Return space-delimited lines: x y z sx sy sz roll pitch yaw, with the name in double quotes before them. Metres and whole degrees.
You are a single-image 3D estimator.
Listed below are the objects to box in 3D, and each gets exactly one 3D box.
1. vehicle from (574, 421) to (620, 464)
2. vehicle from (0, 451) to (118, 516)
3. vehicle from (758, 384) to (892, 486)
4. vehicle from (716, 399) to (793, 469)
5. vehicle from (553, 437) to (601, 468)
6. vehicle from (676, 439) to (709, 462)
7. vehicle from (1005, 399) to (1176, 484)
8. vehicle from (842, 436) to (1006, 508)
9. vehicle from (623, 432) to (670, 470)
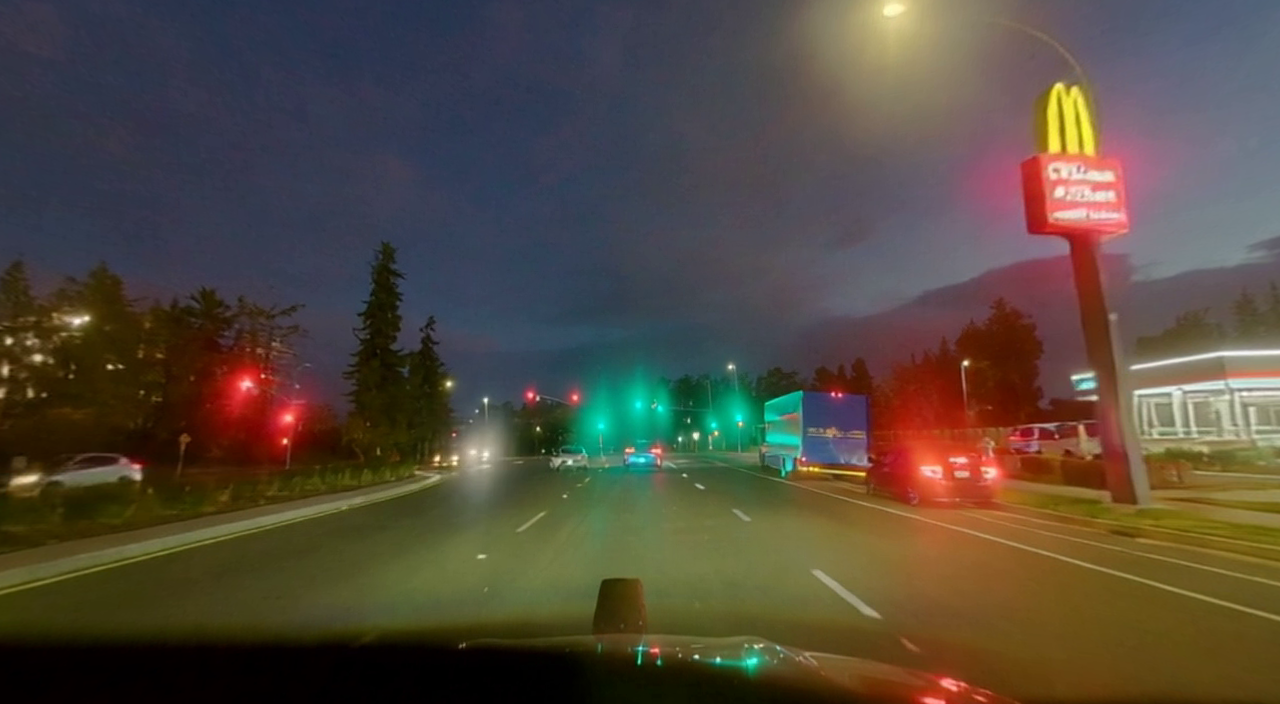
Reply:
"vehicle" -2.975 6.472 45.184 2.715 2.791 7.171 -1 -8 1
"vehicle" -15.757 3.209 15.606 1.836 1.464 4.440 -1 -8 1
"vehicle" 6.870 3.332 24.954 2.891 3.361 7.843 -1 -8 0
"vehicle" 6.990 5.349 40.183 2.816 3.804 10.315 -2 -9 0
"vehicle" -3.324 5.411 34.057 2.008 1.500 4.369 -1 -8 1
"vehicle" 3.723 7.061 45.229 2.075 1.540 4.411 -1 -8 1
"vehicle" 13.758 2.723 19.155 5.354 2.214 2.504 6 -11 -36
"vehicle" 6.729 2.878 15.641 1.980 1.473 4.537 -1 -8 1
"vehicle" 0.349 4.957 31.648 2.209 1.718 4.008 -1 -8 1
